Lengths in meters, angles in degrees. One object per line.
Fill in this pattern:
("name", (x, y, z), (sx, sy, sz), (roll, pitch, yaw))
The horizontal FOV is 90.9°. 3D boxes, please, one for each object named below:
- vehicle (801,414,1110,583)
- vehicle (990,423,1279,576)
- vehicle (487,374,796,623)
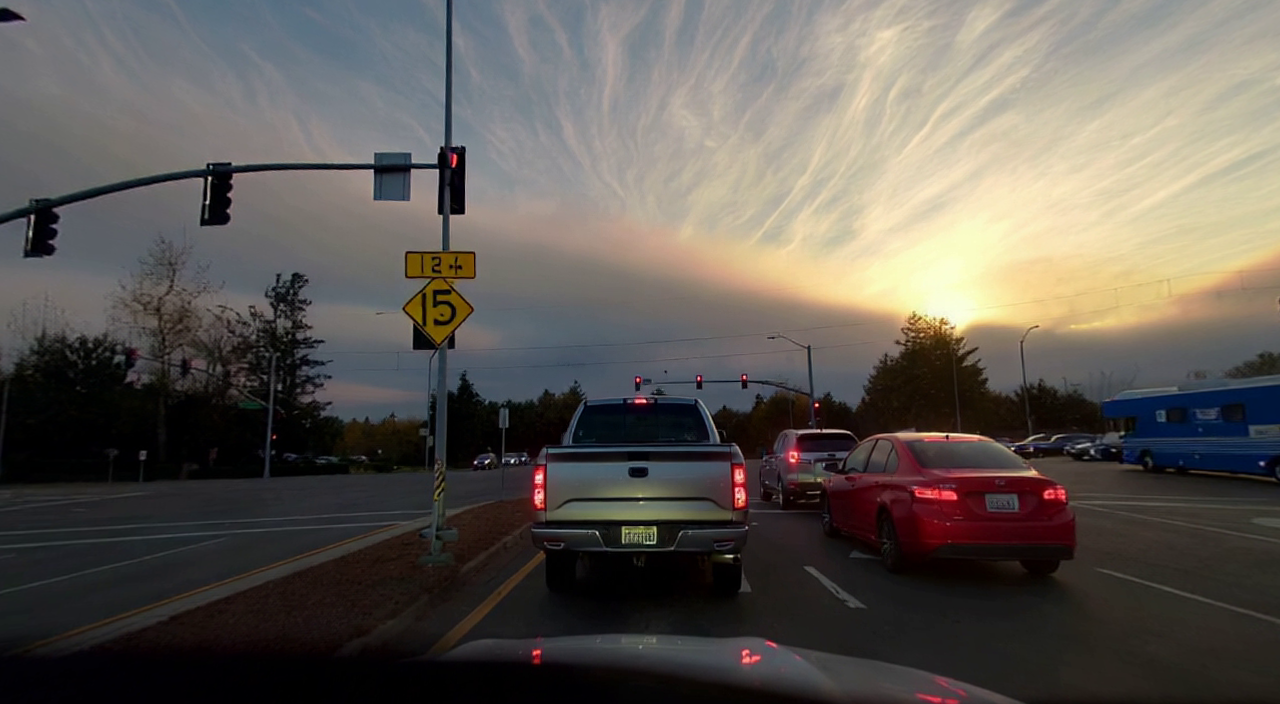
("vehicle", (3.577, 1.719, 8.187), (1.981, 1.616, 4.006), (0, -8, 1))
("vehicle", (6.829, 1.740, 8.281), (1.973, 1.470, 4.228), (0, -8, 0))
("vehicle", (0.037, 1.469, 7.327), (2.326, 1.880, 4.964), (0, -8, 1))
